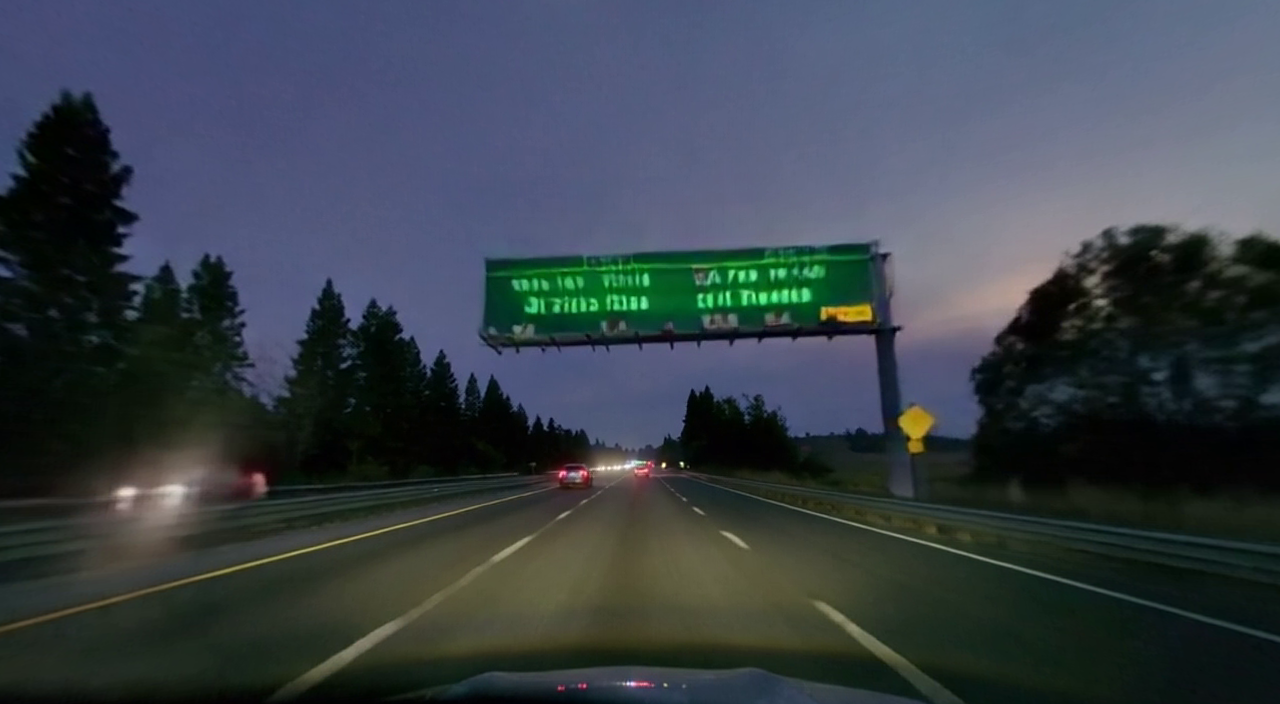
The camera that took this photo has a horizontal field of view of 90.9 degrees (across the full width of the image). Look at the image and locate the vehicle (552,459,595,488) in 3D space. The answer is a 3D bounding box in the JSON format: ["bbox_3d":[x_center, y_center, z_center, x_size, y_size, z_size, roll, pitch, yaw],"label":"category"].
[{"bbox_3d":[-3.931,7.282,37.857,2.081,1.586,4.245,0,-10,0],"label":"vehicle"}]

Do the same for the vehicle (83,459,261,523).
[{"bbox_3d":[-13.935,4.150,19.177,2.021,1.674,4.329,1,-10,0],"label":"vehicle"}]
